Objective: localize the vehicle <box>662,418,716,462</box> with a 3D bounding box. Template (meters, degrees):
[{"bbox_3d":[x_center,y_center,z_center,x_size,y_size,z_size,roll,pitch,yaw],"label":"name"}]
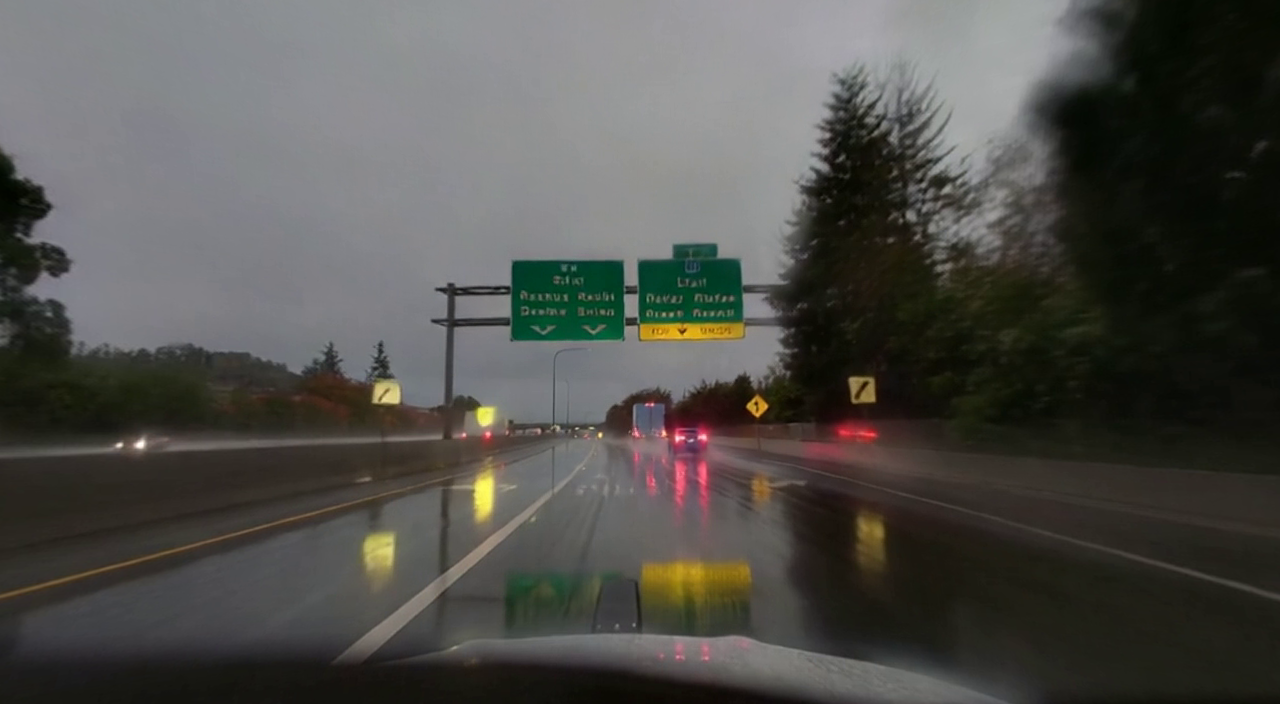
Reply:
[{"bbox_3d":[2.253,4.165,30.022,2.076,1.914,4.287,0,-8,-2],"label":"vehicle"}]
